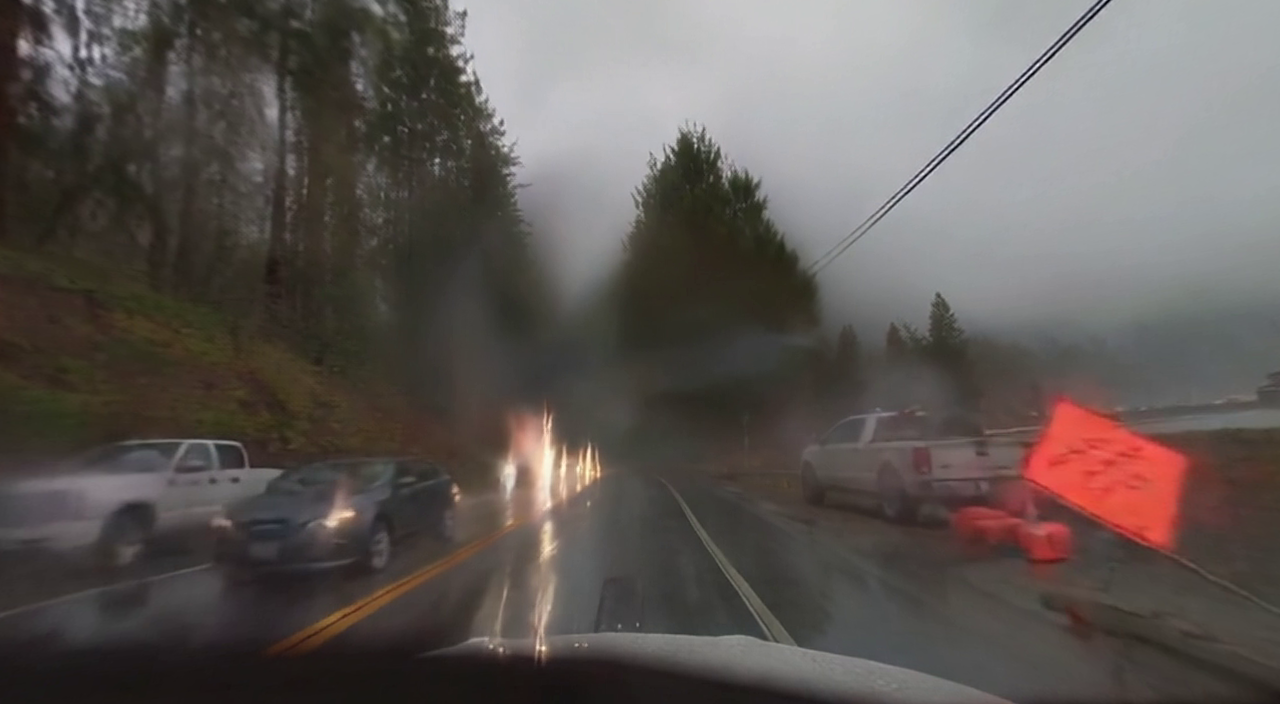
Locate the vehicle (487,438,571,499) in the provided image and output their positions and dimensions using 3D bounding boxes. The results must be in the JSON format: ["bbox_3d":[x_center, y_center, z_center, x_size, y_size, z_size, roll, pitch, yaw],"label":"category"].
[{"bbox_3d":[-4.018,4.325,23.880,2.221,1.969,5.153,-1,-9,0],"label":"vehicle"}]

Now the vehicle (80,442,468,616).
[{"bbox_3d":[-3.628,1.806,7.396,1.981,1.410,4.162,-1,-9,1],"label":"vehicle"}]

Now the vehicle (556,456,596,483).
[{"bbox_3d":[-3.707,6.850,37.150,2.032,1.444,4.164,0,-9,-2],"label":"vehicle"}]

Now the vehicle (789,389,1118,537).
[{"bbox_3d":[5.210,2.066,12.214,2.845,2.053,6.457,0,-9,-2],"label":"vehicle"}]
